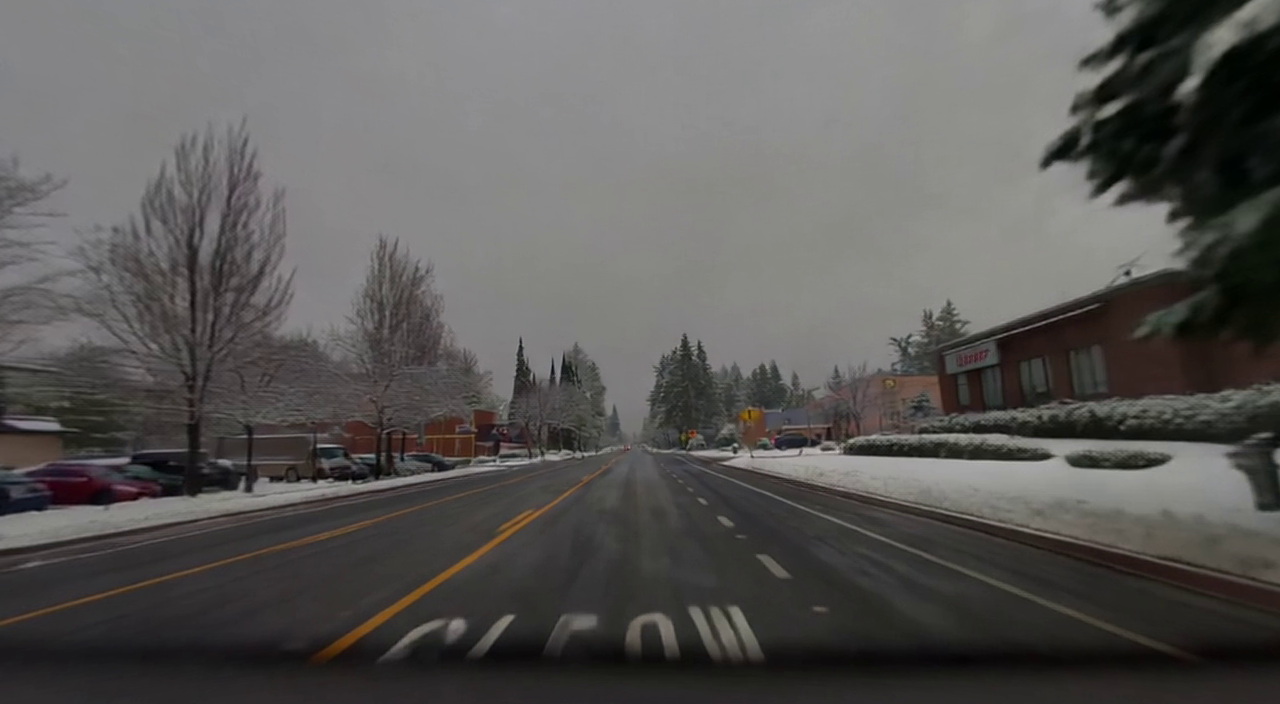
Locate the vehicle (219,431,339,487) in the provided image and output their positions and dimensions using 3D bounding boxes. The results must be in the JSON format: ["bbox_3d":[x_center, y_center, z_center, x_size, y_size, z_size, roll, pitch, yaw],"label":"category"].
[{"bbox_3d":[-19.411,5.720,33.961,5.971,2.749,2.293,-4,-9,23],"label":"vehicle"}]

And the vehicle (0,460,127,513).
[{"bbox_3d":[-18.670,4.192,20.015,4.039,1.482,1.832,-4,-9,20],"label":"vehicle"}]
